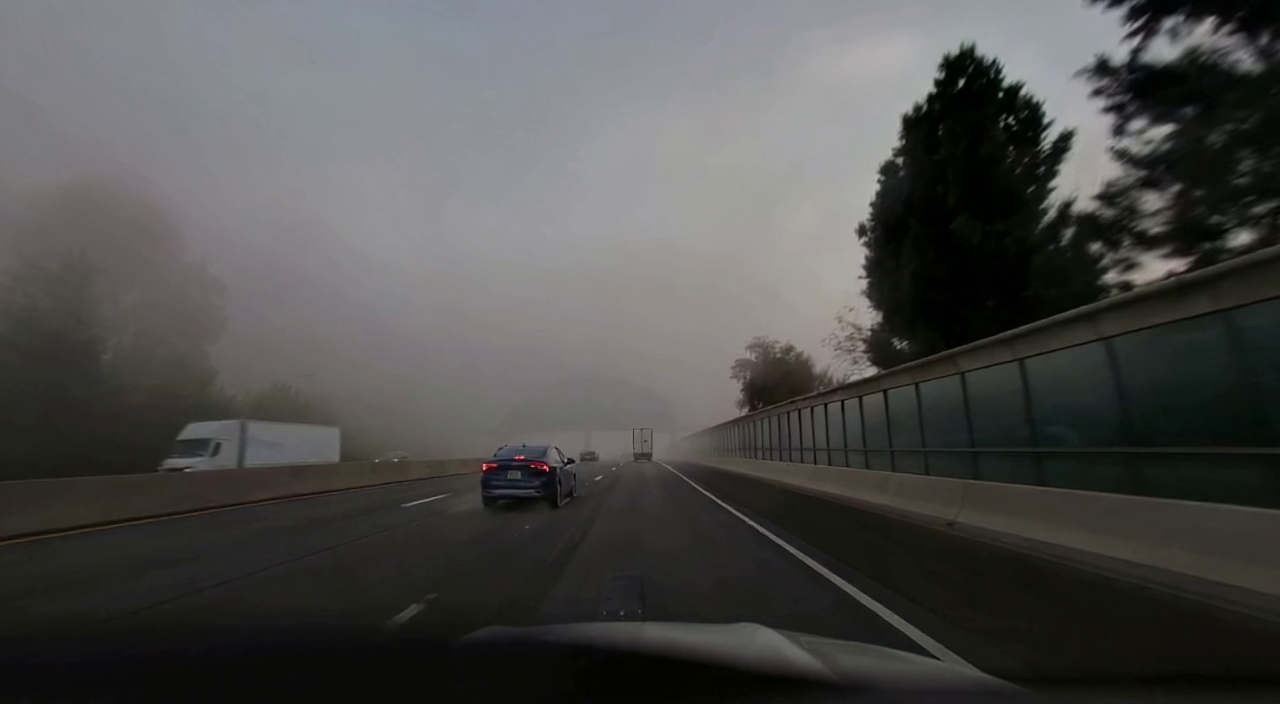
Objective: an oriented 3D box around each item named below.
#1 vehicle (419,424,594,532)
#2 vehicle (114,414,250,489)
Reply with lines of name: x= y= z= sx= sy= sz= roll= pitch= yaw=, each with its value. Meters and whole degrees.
vehicle: x=-2.318 y=2.389 z=12.506 sx=2.299 sy=1.716 sz=4.579 roll=-1 pitch=-9 yaw=2
vehicle: x=-25.693 y=5.628 z=35.848 sx=3.209 sy=3.834 sz=5.863 roll=0 pitch=-9 yaw=-1
